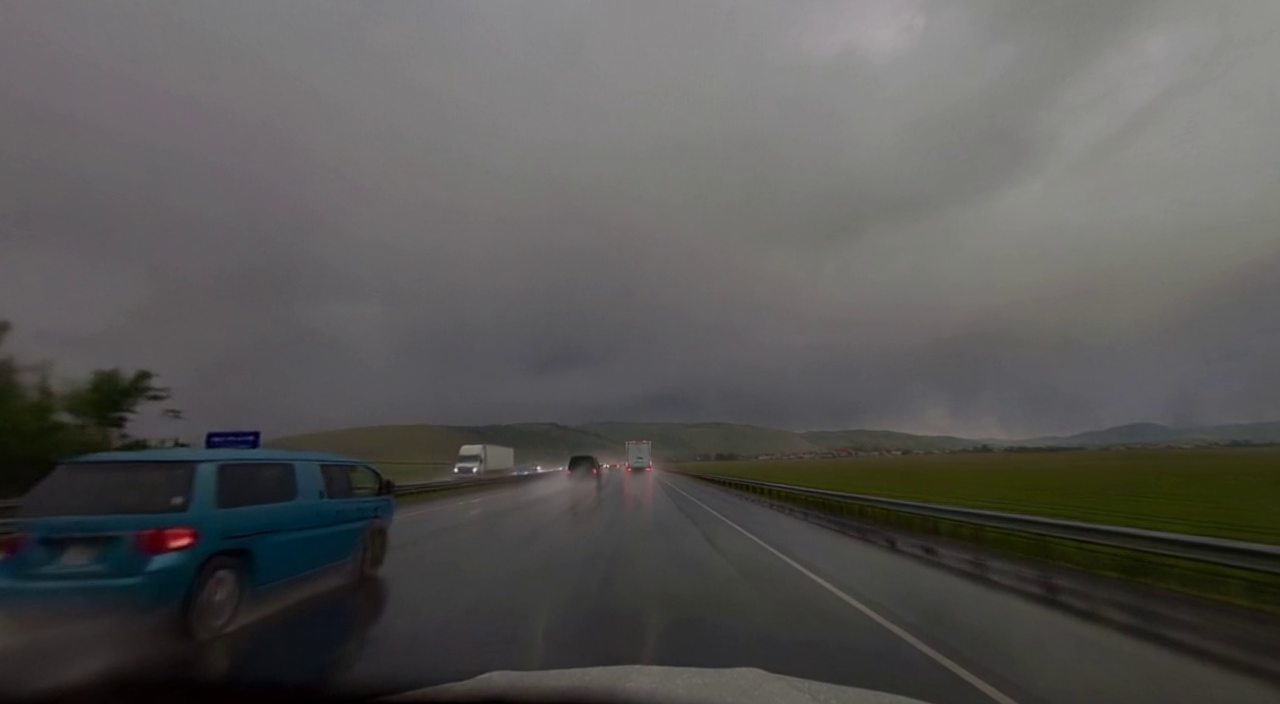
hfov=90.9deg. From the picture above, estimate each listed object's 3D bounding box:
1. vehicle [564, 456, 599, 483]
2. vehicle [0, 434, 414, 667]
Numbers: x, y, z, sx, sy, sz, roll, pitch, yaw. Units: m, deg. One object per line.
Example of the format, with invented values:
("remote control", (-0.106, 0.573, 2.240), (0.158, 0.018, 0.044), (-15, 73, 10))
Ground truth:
("vehicle", (-4.395, 9.007, 48.378), (2.208, 1.973, 4.716), (1, -10, 0))
("vehicle", (-4.223, 1.697, 6.421), (2.090, 1.462, 4.603), (1, -10, 0))
